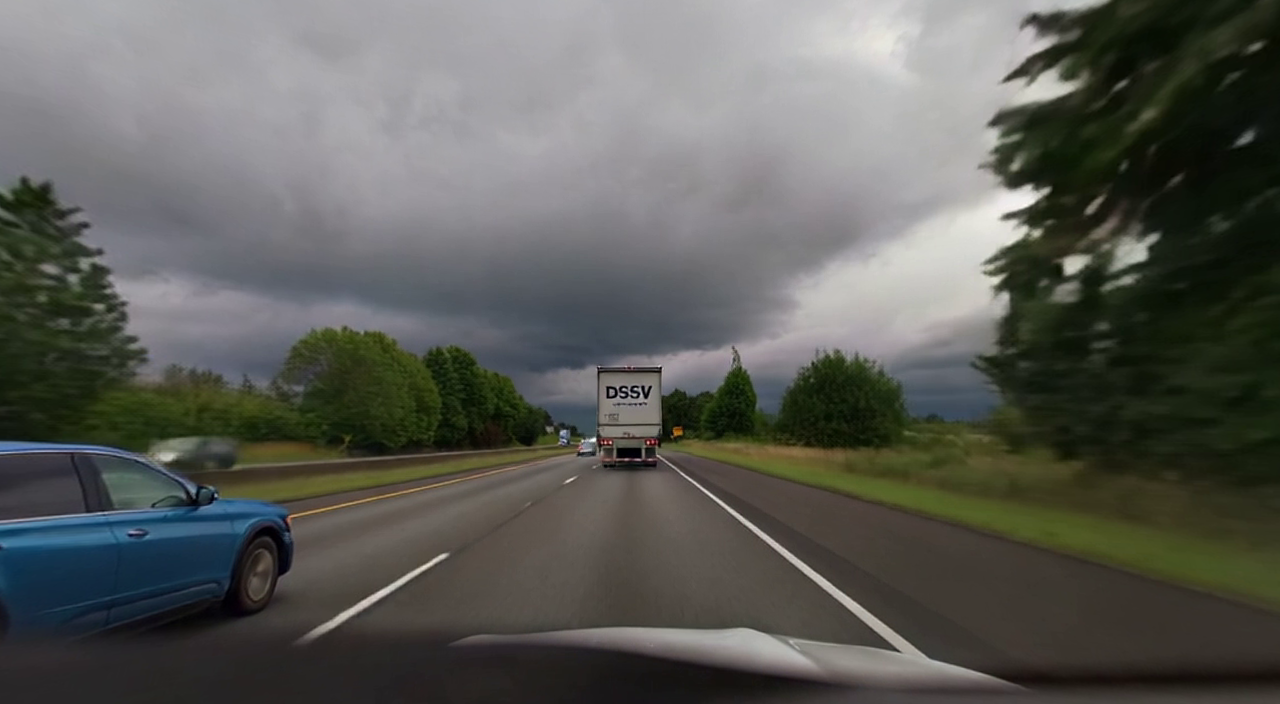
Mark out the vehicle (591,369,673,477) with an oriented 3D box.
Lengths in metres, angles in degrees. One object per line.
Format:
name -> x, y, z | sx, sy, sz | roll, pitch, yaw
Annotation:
vehicle -> -0.392, 3.286, 28.190 | 2.969, 3.957, 10.270 | 0, -8, -1

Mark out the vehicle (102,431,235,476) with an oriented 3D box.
vehicle -> -17.049, 3.678, 23.055 | 1.748, 1.494, 3.990 | 0, -8, 0
